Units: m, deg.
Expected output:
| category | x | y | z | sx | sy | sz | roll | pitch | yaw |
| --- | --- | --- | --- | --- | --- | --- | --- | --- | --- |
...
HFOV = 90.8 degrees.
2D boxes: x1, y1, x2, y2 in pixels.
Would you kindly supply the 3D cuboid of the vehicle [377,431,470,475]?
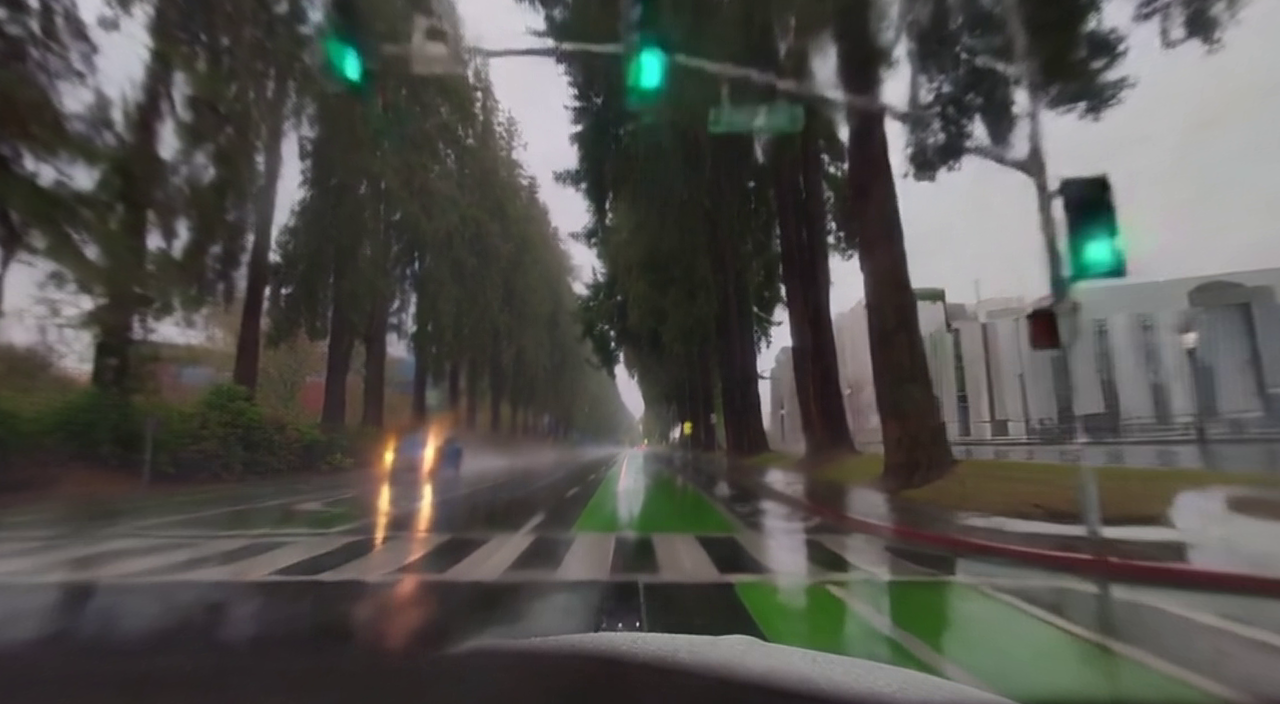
| category | x | y | z | sx | sy | sz | roll | pitch | yaw |
| --- | --- | --- | --- | --- | --- | --- | --- | --- | --- |
| vehicle | -9.406 | 4.465 | 28.005 | 2.248 | 1.761 | 4.918 | 0 | -9 | 2 |
